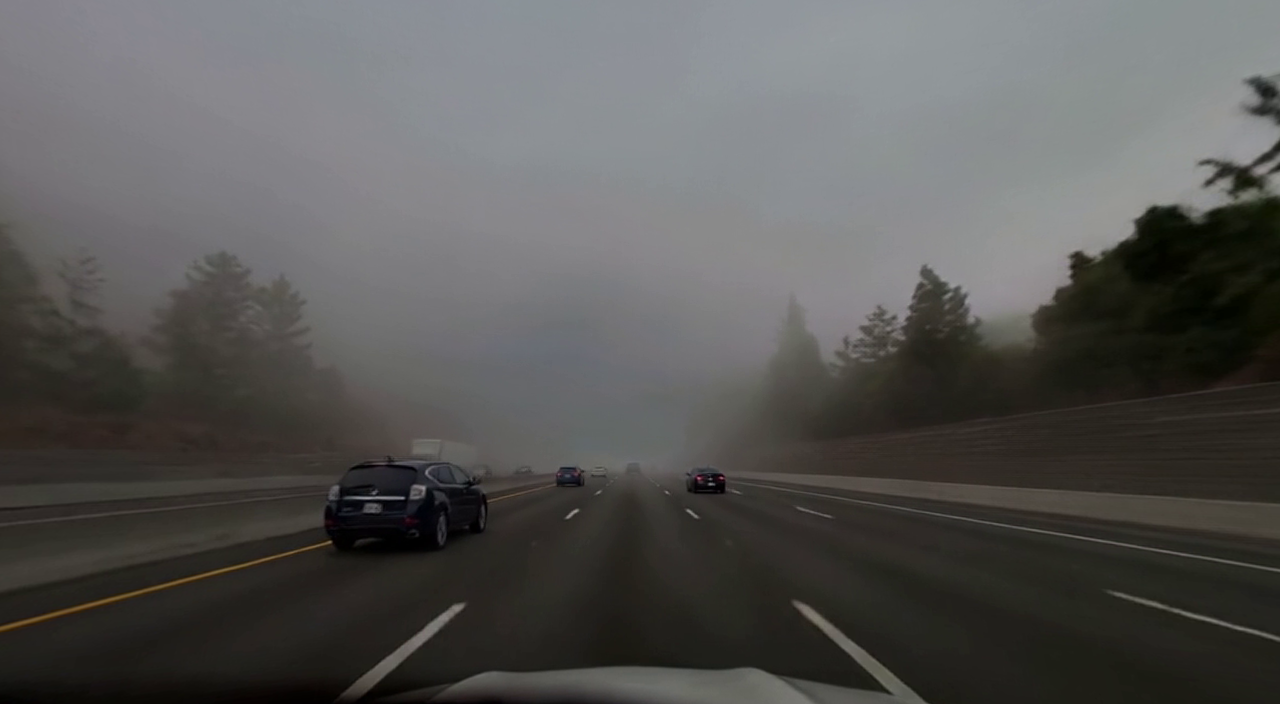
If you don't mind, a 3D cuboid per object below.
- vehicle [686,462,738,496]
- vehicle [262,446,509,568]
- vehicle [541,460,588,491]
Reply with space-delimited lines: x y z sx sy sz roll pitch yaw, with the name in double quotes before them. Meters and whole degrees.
"vehicle" 3.492 6.247 31.247 1.981 1.516 4.109 1 -10 -1
"vehicle" -3.643 2.362 10.245 2.004 1.468 4.812 1 -10 0
"vehicle" -3.909 6.529 33.335 2.000 1.484 3.995 1 -10 -1
